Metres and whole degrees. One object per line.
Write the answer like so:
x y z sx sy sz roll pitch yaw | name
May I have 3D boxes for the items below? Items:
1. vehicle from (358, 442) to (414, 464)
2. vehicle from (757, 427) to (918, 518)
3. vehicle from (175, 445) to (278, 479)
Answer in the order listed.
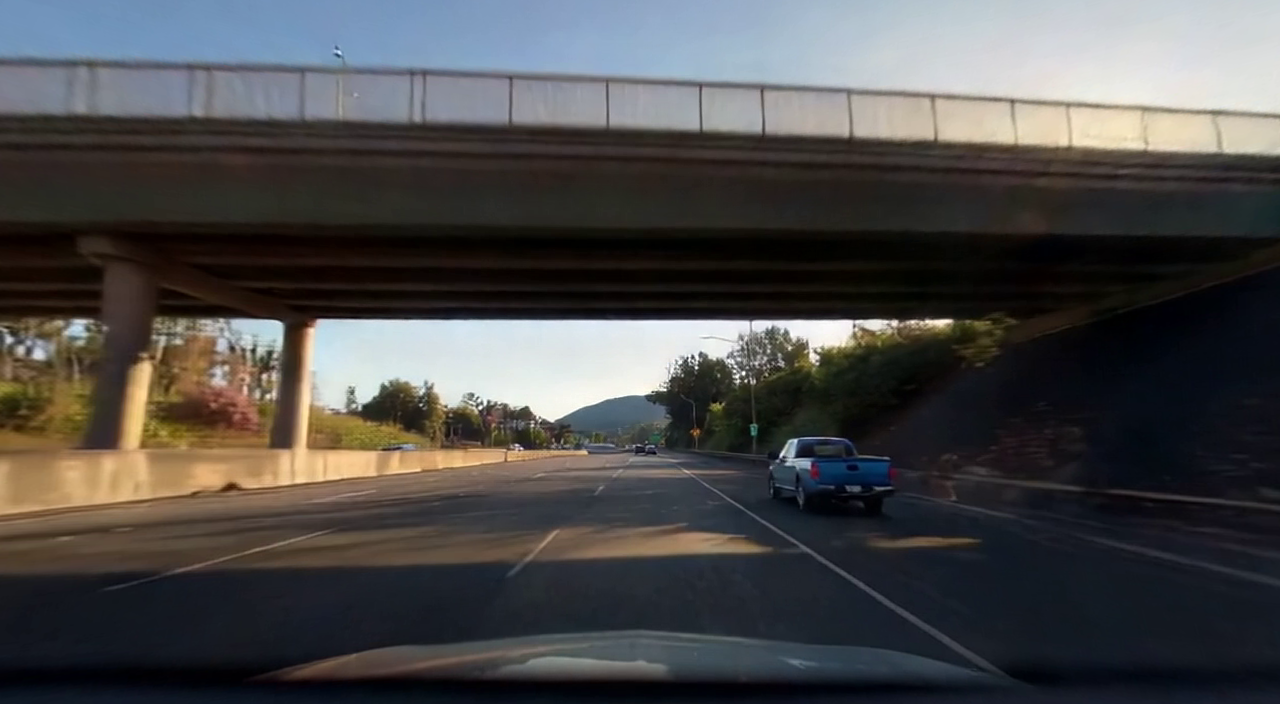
-19.409 7.739 48.498 1.997 1.583 5.181 0 -8 2 | vehicle
4.060 2.557 14.003 2.010 1.637 4.940 0 -8 1 | vehicle
-19.615 5.205 30.159 1.833 1.438 4.439 0 -8 1 | vehicle
